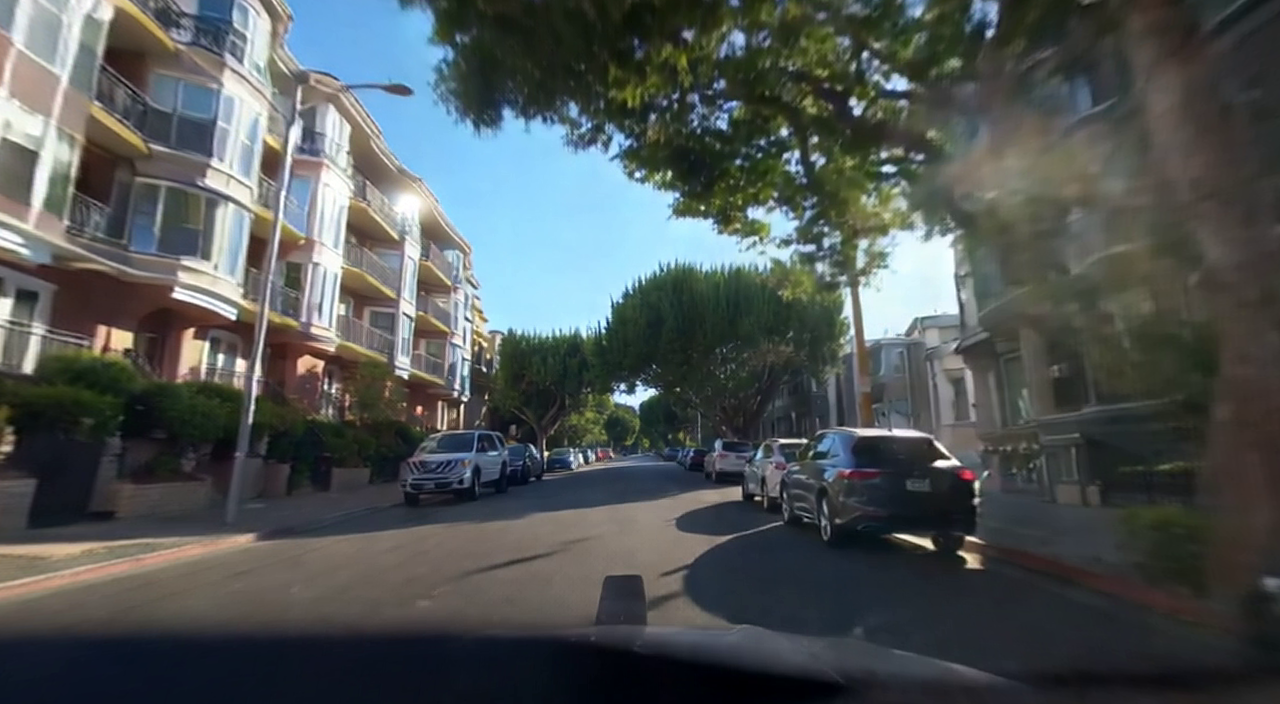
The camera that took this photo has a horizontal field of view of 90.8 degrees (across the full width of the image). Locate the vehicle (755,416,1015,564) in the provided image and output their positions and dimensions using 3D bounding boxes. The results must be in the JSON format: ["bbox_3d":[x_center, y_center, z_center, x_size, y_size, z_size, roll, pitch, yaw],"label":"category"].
[{"bbox_3d":[3.473,2.073,10.357,2.216,1.790,5.077,0,-8,0],"label":"vehicle"}]

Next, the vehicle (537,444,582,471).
[{"bbox_3d":[-5.450,7.266,43.627,2.222,1.735,5.215,-1,-8,2],"label":"vehicle"}]

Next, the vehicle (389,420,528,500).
[{"bbox_3d":[-5.530,3.495,20.333,2.596,2.152,5.689,-1,-10,2],"label":"vehicle"}]

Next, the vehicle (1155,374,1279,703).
[{"bbox_3d":[3.641,0.631,0.494,2.184,1.661,4.940,0,-8,-2],"label":"vehicle"}]
